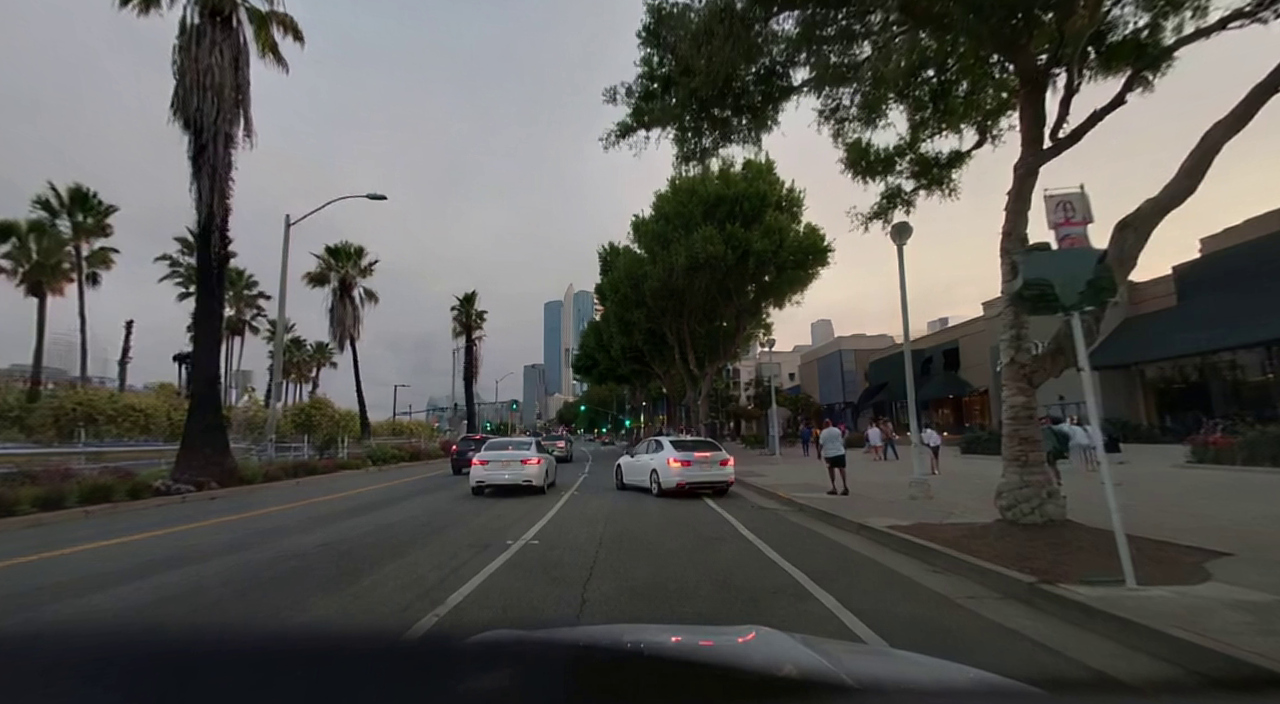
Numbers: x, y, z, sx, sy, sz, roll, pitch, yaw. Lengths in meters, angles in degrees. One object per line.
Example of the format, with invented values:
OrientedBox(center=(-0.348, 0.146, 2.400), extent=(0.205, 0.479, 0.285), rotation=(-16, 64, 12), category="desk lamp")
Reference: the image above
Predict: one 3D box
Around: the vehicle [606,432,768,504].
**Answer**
OrientedBox(center=(0.942, 2.788, 15.617), extent=(1.930, 1.477, 4.657), rotation=(4, -9, -25), category="vehicle")

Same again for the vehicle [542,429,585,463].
OrientedBox(center=(-4.643, 5.805, 38.893), extent=(2.277, 1.937, 4.487), rotation=(0, -9, -2), category="vehicle")

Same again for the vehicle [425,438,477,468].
OrientedBox(center=(-10.676, 5.707, 35.871), extent=(1.930, 1.583, 4.423), rotation=(0, -9, -5), category="vehicle")

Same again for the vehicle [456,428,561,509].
OrientedBox(center=(-2.961, 2.719, 15.126), extent=(2.039, 1.628, 4.331), rotation=(1, -9, -7), category="vehicle")
